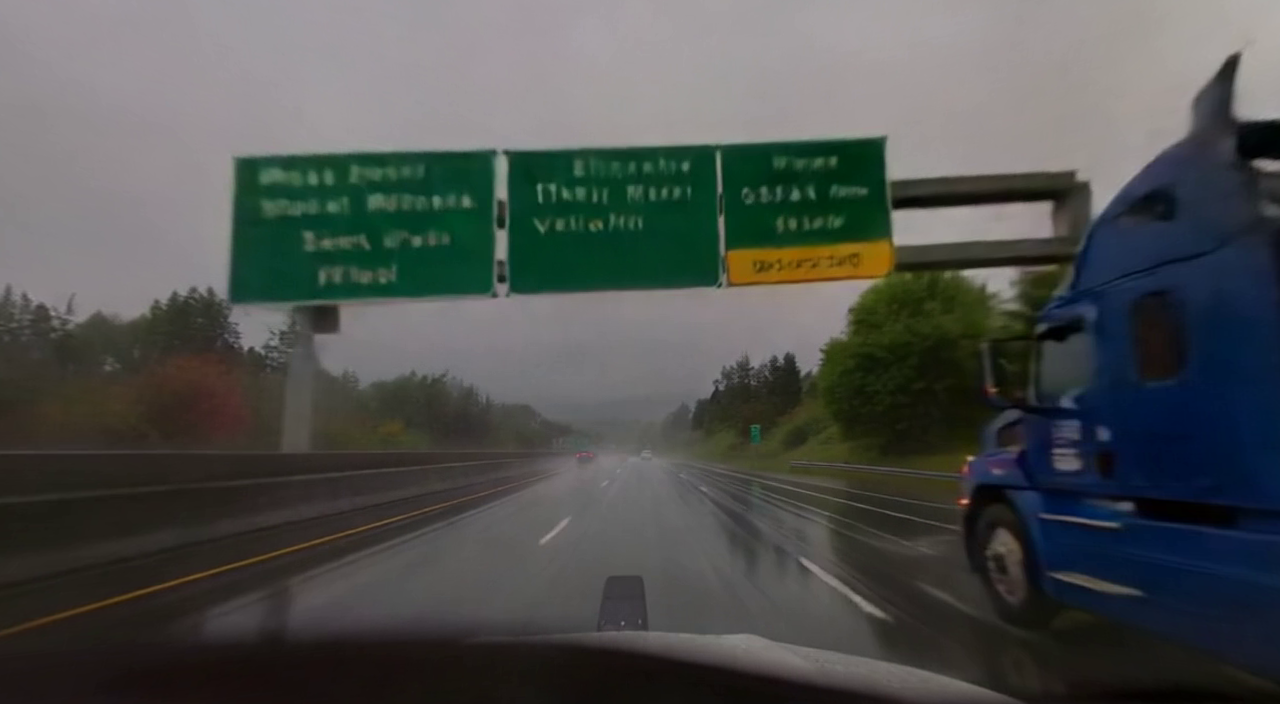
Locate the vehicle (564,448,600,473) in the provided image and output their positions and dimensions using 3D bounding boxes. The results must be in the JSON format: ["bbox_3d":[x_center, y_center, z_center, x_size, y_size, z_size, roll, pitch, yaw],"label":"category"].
[{"bbox_3d":[-3.630,6.885,40.074,1.918,1.510,4.006,0,-9,0],"label":"vehicle"}]

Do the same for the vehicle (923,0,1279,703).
[{"bbox_3d":[4.201,-0.285,2.594,3.140,4.000,6.033,0,-9,0],"label":"vehicle"}]
